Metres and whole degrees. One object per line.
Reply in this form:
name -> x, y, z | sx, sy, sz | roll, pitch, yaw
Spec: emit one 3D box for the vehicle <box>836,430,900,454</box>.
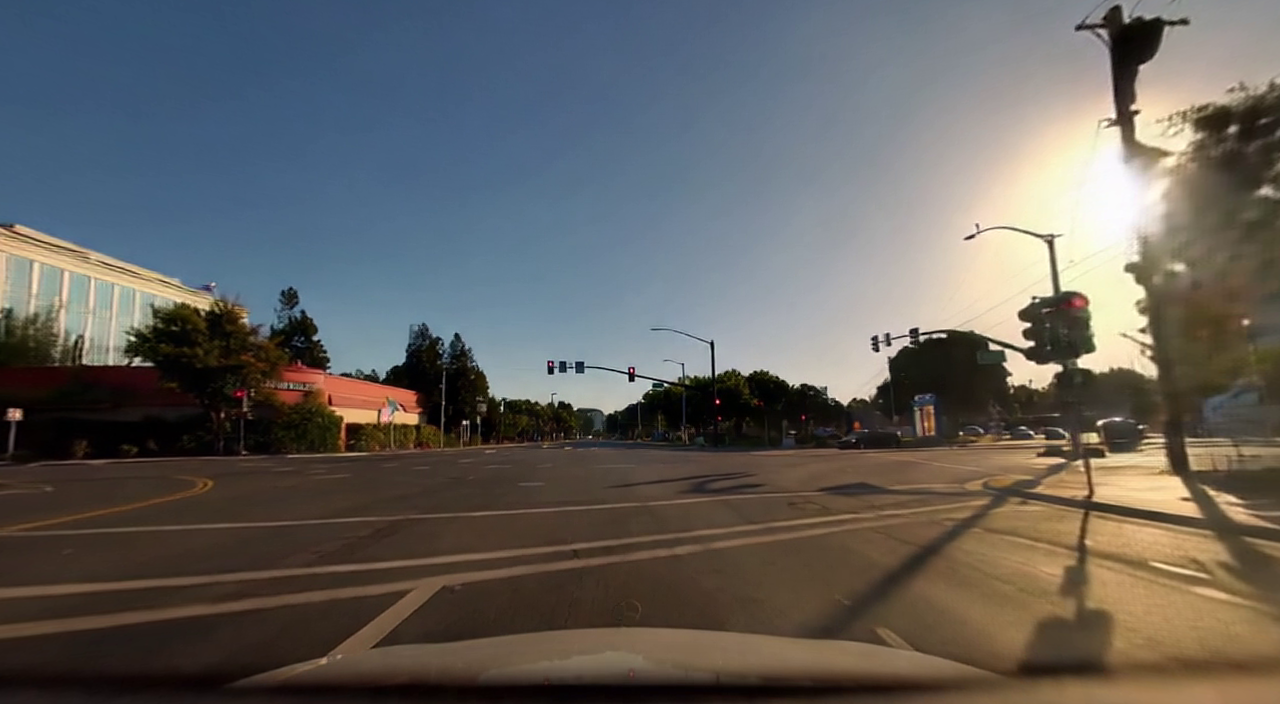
vehicle -> 17.656, 6.958, 48.853 | 4.600, 1.783, 1.970 | 4, -9, -26
